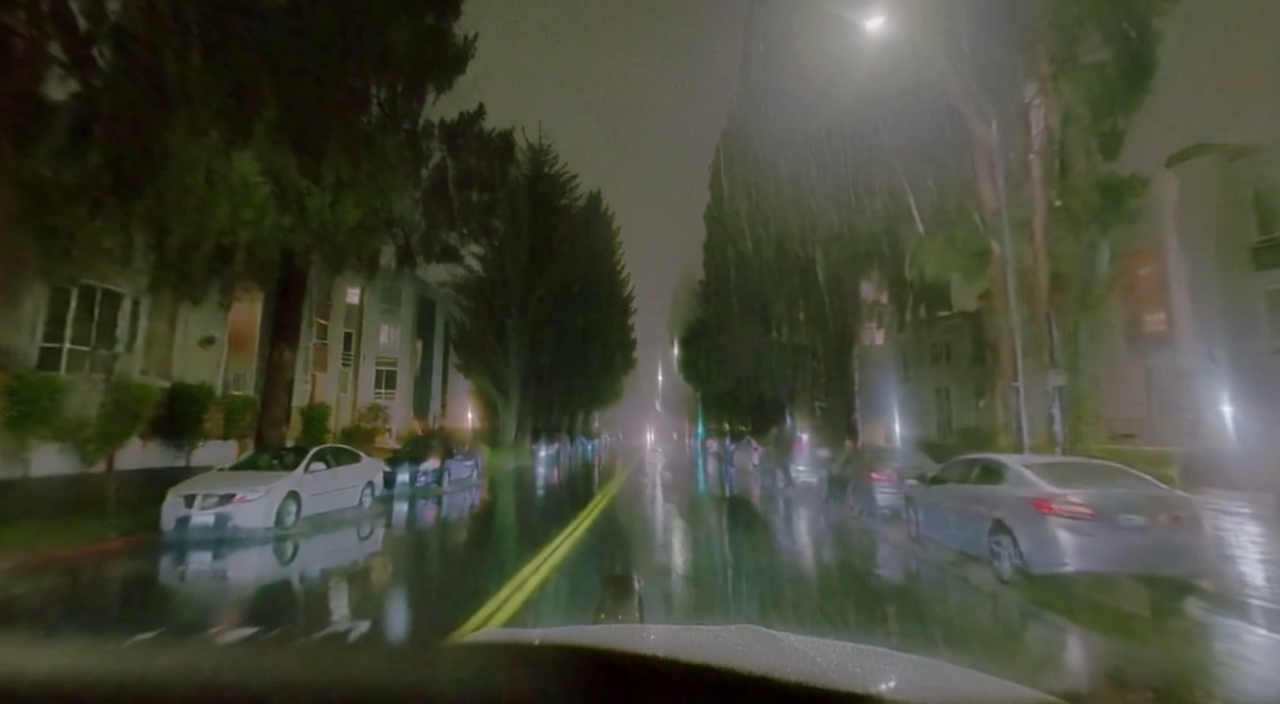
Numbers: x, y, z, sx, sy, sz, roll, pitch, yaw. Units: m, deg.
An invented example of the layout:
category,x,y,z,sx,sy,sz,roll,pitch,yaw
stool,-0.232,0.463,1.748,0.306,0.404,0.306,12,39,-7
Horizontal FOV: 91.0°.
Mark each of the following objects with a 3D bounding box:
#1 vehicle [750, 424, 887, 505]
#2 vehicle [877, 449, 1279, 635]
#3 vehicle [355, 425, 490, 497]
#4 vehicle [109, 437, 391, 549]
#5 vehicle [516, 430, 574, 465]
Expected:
category,x,y,z,sx,sy,sz,roll,pitch,yaw
vehicle,4.882,3.202,18.415,2.365,1.970,6.011,0,-9,1
vehicle,4.542,1.860,7.358,1.977,1.410,4.744,0,-9,4
vehicle,-6.414,3.348,19.343,2.235,1.802,5.138,-3,-10,1
vehicle,-6.468,2.372,11.267,2.067,1.510,4.501,-2,-9,2
vehicle,-5.563,5.770,37.570,2.384,1.781,5.492,-3,-10,2
